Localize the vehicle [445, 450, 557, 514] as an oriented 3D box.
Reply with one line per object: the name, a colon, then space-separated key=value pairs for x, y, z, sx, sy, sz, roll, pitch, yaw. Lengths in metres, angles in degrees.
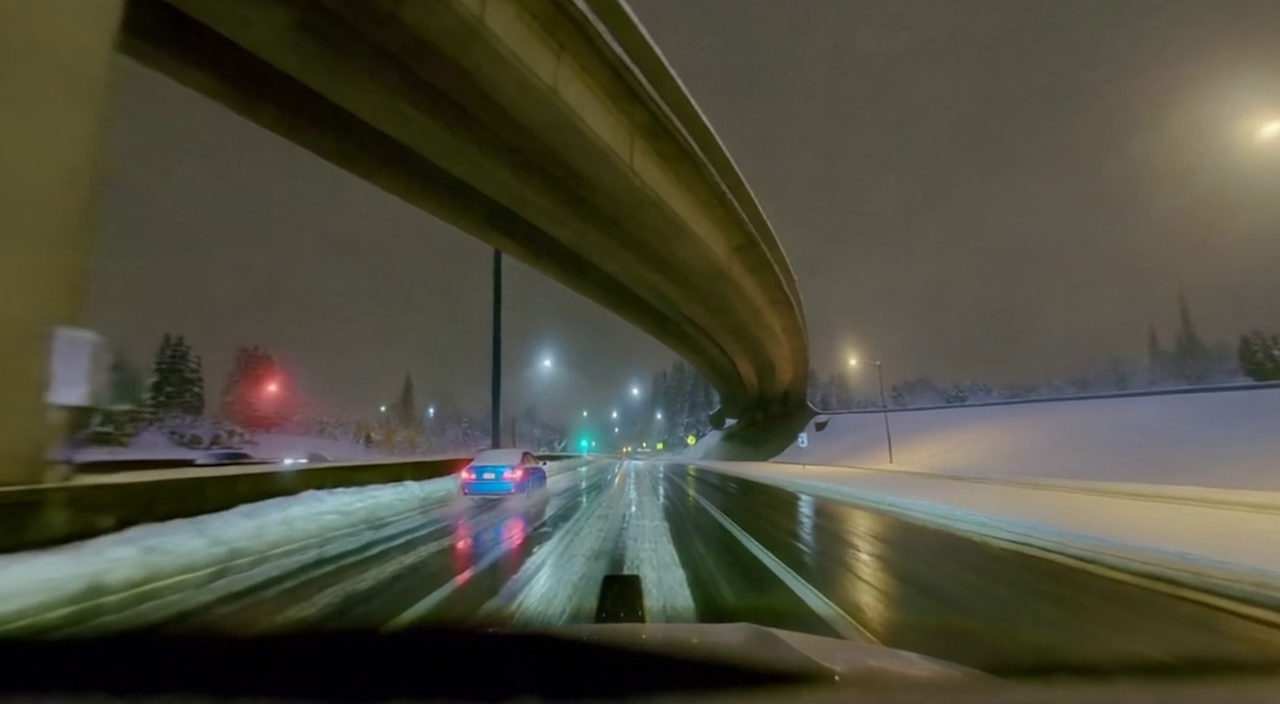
vehicle: x=-3.562 y=3.401 z=17.017 sx=2.044 sy=1.478 sz=4.114 roll=0 pitch=-9 yaw=1
